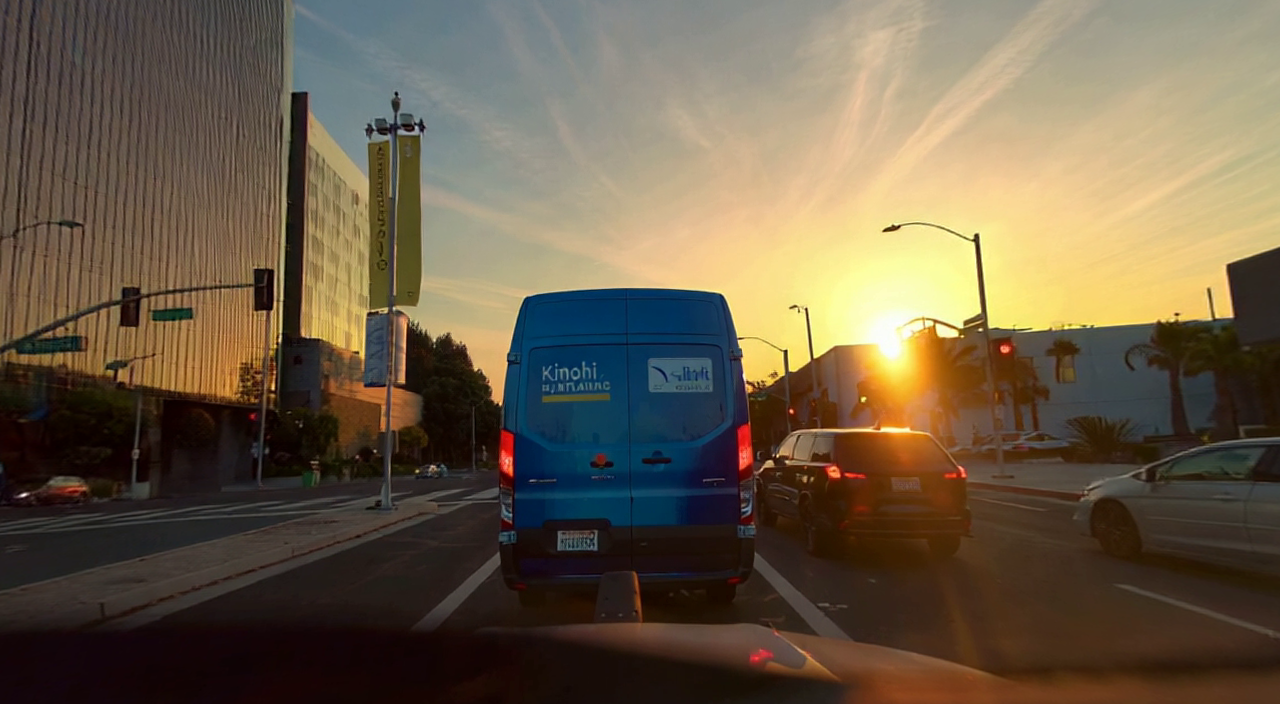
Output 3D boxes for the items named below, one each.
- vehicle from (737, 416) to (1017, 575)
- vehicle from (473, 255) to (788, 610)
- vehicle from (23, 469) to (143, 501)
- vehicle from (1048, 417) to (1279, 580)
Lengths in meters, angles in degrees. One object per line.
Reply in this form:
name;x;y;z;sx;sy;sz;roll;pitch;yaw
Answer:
vehicle;2.878;1.864;9.052;2.183;1.676;4.506;0;-8;-1
vehicle;-0.044;1.175;9.077;2.613;3.035;7.342;0;-8;1
vehicle;-31.104;7.434;35.405;4.806;1.652;1.869;0;-8;-2
vehicle;7.527;1.587;7.016;1.963;1.669;4.678;3;-9;-20
